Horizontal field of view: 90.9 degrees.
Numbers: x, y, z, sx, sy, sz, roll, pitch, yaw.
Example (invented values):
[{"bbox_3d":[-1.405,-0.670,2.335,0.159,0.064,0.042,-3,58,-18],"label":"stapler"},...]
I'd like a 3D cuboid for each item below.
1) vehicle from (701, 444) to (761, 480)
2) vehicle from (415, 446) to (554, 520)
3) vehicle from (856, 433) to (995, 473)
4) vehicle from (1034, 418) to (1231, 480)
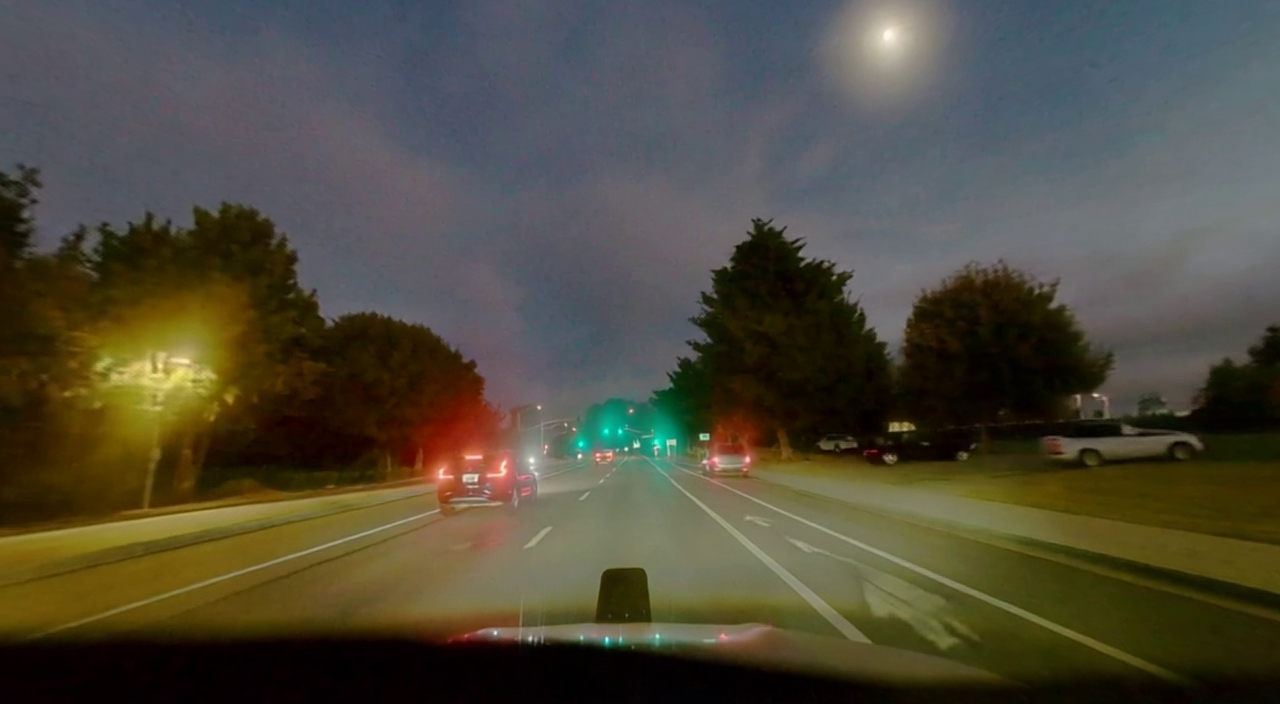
[{"bbox_3d":[4.335,5.321,30.855,2.107,1.620,4.793,0,-9,-2],"label":"vehicle"},{"bbox_3d":[-3.427,2.961,14.866,2.099,1.470,4.302,0,-9,1],"label":"vehicle"},{"bbox_3d":[11.718,4.173,26.139,4.766,1.585,2.020,0,-9,-3],"label":"vehicle"},{"bbox_3d":[14.216,2.813,18.389,3.965,1.543,2.021,-2,-9,0],"label":"vehicle"}]
